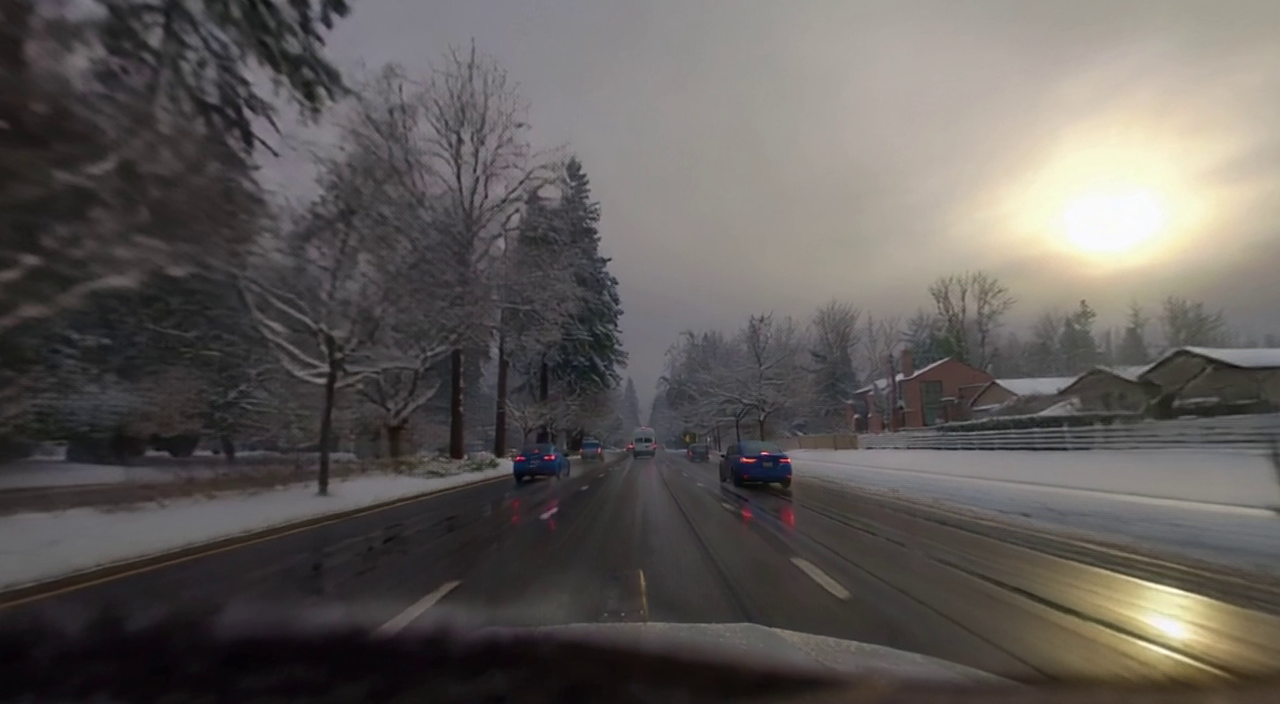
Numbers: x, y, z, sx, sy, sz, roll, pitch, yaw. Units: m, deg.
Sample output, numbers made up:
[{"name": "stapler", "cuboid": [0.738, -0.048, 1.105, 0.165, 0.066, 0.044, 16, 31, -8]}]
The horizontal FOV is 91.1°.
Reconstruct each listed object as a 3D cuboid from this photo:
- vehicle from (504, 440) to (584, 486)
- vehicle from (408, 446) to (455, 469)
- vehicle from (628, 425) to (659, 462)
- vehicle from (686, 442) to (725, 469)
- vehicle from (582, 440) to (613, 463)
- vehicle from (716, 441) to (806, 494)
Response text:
[{"name": "vehicle", "cuboid": [-3.311, 3.930, 22.606, 2.036, 1.474, 4.647, 0, -8, 2]}, {"name": "vehicle", "cuboid": [-13.979, 7.084, 42.347, 1.822, 1.461, 3.778, 0, -8, 0]}, {"name": "vehicle", "cuboid": [0.328, 7.210, 49.285, 2.311, 2.726, 5.814, 0, -8, 1]}, {"name": "vehicle", "cuboid": [4.028, 6.404, 38.981, 1.905, 1.520, 4.340, 1, -8, -1]}, {"name": "vehicle", "cuboid": [-3.251, 7.720, 48.981, 2.021, 1.715, 4.329, 0, -8, 1]}, {"name": "vehicle", "cuboid": [3.615, 3.520, 19.575, 1.945, 1.469, 4.258, 0, -8, 0]}]
